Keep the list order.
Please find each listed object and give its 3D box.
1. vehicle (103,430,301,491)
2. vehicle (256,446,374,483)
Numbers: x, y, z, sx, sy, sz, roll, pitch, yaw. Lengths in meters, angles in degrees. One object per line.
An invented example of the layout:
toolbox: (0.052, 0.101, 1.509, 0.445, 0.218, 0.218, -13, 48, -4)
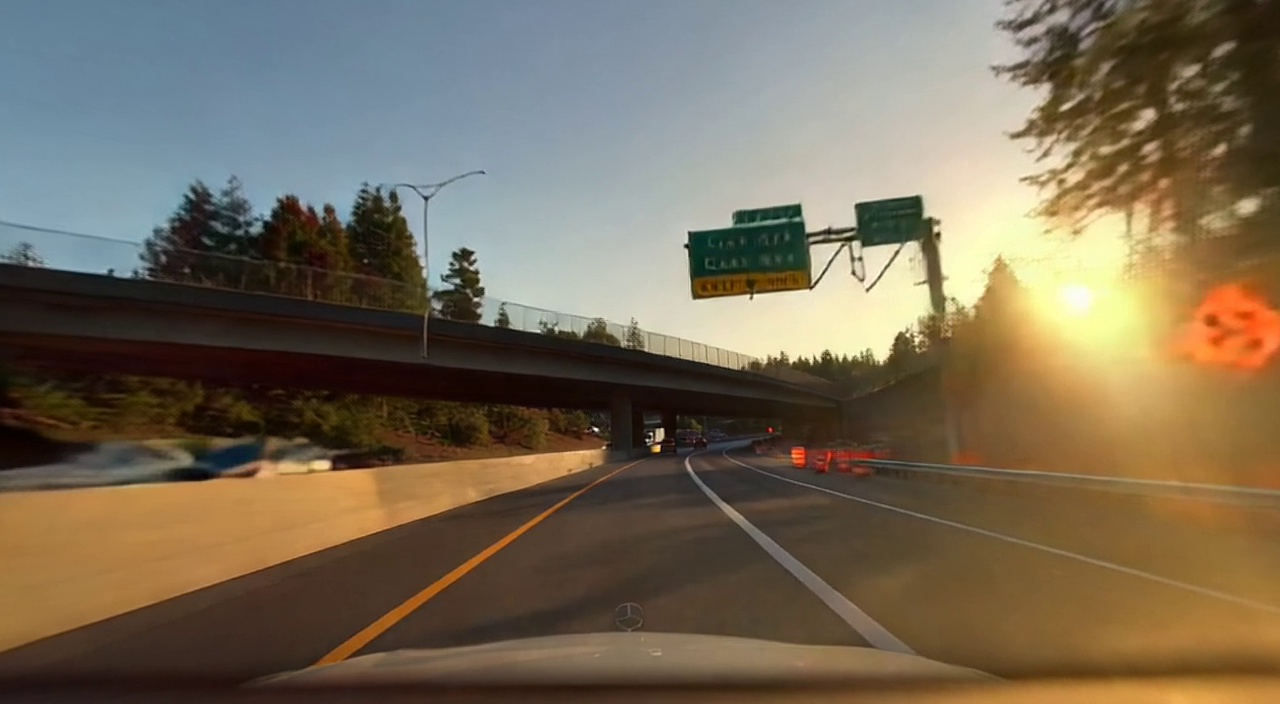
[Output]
vehicle: (-13.963, 3.492, 20.732, 2.324, 1.720, 5.521, -1, -8, 3)
vehicle: (-13.759, 4.788, 27.109, 2.335, 1.394, 4.706, -1, -8, 4)
